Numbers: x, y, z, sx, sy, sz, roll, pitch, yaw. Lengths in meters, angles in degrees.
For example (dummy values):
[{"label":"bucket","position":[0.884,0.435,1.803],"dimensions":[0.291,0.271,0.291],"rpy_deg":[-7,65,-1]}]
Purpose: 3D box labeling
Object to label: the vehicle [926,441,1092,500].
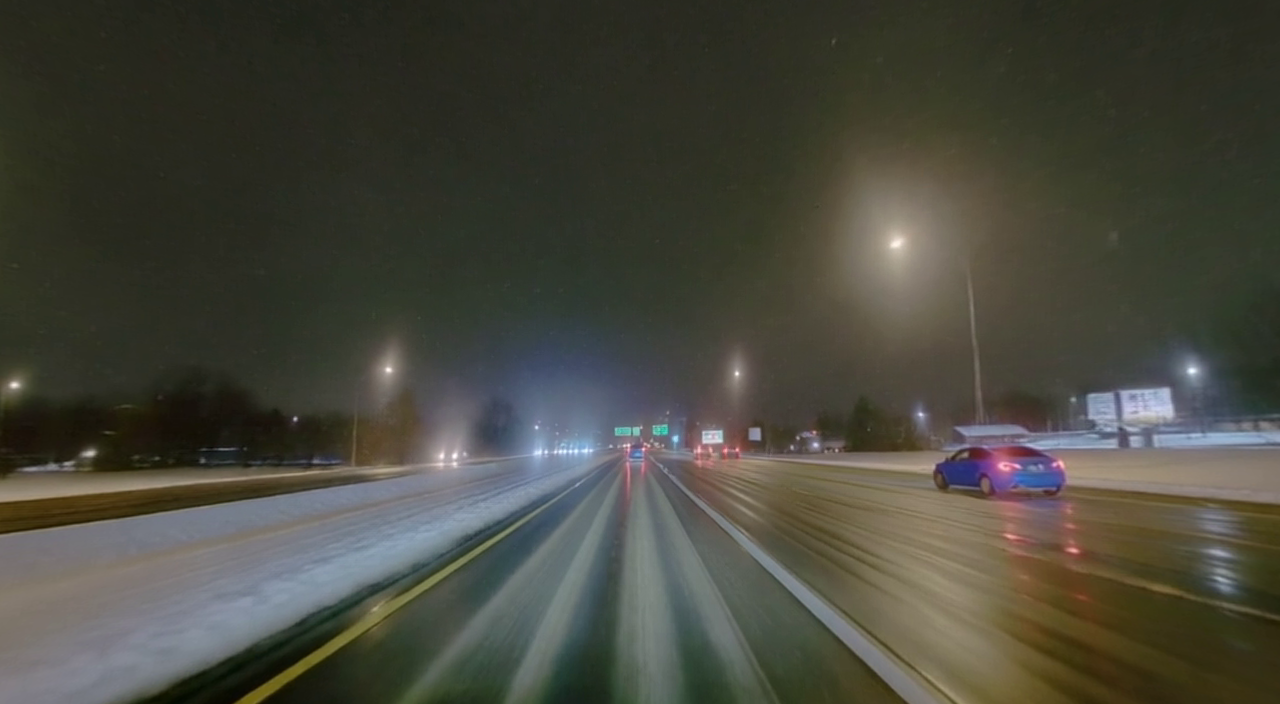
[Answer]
[{"label":"vehicle","position":[10.655,3.404,18.797],"dimensions":[2.024,1.481,4.747],"rpy_deg":[1,-8,-1]}]
